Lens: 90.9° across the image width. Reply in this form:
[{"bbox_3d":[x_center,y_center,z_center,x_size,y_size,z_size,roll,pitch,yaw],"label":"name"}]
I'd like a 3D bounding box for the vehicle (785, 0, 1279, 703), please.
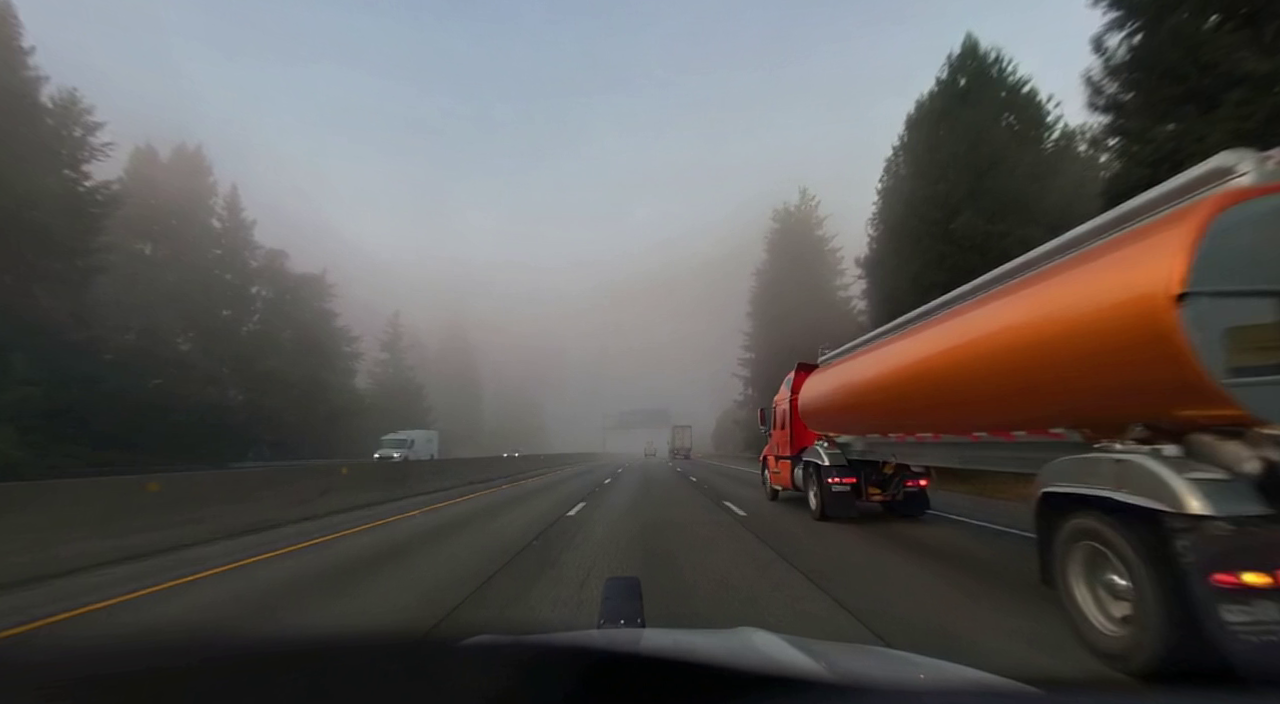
[{"bbox_3d":[4.202,0.633,6.851,2.707,3.474,10.512,0,-9,0],"label":"vehicle"}]
